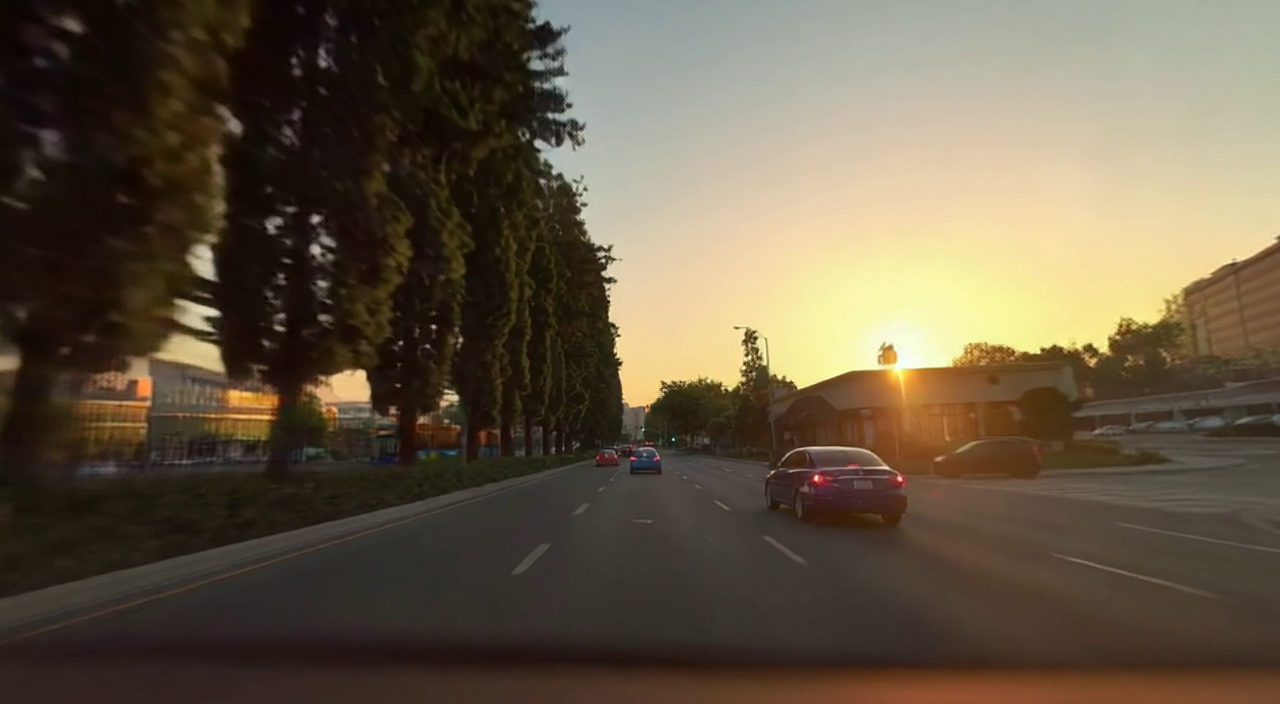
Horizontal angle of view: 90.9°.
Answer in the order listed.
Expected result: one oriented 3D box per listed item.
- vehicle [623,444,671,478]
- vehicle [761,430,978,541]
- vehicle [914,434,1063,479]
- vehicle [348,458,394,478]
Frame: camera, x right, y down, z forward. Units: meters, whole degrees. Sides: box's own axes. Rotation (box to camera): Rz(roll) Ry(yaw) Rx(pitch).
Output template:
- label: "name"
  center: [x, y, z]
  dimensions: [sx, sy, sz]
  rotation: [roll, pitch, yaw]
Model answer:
- label: "vehicle"
  center: [0.316, 5.218, 30.547]
  dimensions: [2.144, 1.505, 4.128]
  rotation: [0, -9, 0]
- label: "vehicle"
  center: [3.576, 2.158, 10.862]
  dimensions: [2.067, 1.497, 4.327]
  rotation: [0, -9, -1]
- label: "vehicle"
  center: [13.930, 4.223, 25.521]
  dimensions: [4.718, 1.686, 2.272]
  rotation: [-2, -9, 11]
- label: "vehicle"
  center: [-21.039, 9.058, 49.463]
  dimensions: [1.708, 1.455, 4.281]
  rotation: [0, -9, 0]
